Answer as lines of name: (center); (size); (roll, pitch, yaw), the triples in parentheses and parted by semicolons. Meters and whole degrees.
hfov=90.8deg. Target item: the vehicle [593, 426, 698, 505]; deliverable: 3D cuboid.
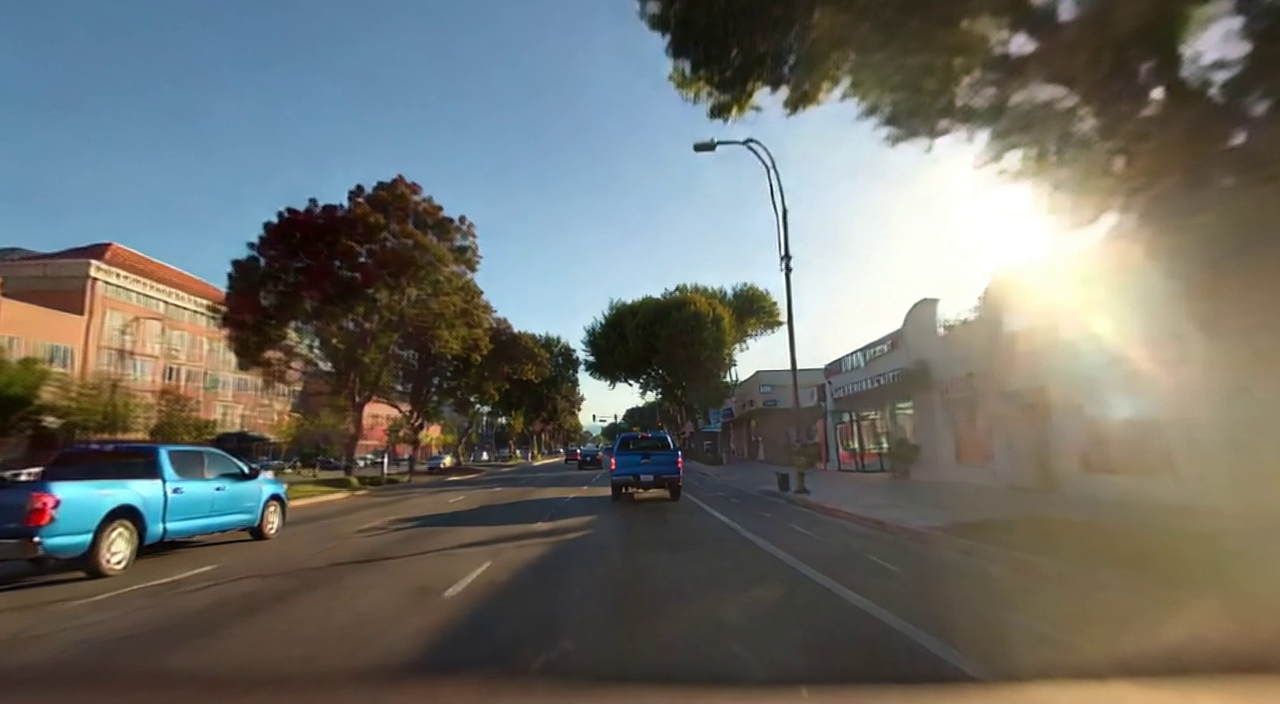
vehicle: (0.039, 3.282, 18.626); (2.590, 1.932, 5.776); (1, -9, -2)

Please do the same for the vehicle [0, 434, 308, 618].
vehicle: (-5.959, 1.718, 7.229); (1.888, 1.424, 4.553); (0, -9, -1)
